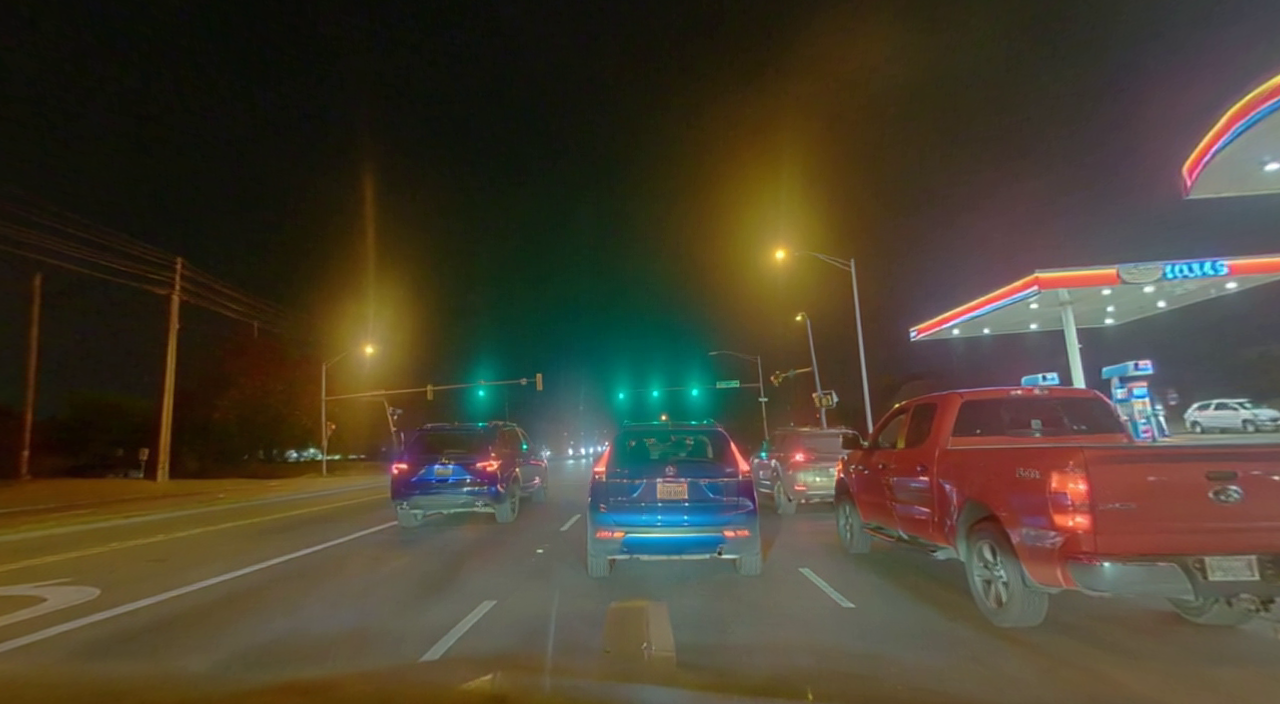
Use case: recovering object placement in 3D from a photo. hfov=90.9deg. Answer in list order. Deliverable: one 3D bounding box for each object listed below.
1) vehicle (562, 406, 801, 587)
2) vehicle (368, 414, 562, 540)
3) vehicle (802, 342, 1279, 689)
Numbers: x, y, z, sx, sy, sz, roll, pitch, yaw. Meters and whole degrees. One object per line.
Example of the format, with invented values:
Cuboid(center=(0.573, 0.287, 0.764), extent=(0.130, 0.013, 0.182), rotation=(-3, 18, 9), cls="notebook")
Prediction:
Cuboid(center=(0.366, 1.628, 7.896), extent=(2.181, 1.650, 4.083), rotation=(0, -8, 0), cls="vehicle")
Cuboid(center=(-2.709, 2.064, 10.974), extent=(2.019, 1.731, 4.299), rotation=(0, -8, 2), cls="vehicle")
Cuboid(center=(3.411, 1.262, 6.132), extent=(2.161, 1.868, 5.321), rotation=(0, -8, -1), cls="vehicle")
